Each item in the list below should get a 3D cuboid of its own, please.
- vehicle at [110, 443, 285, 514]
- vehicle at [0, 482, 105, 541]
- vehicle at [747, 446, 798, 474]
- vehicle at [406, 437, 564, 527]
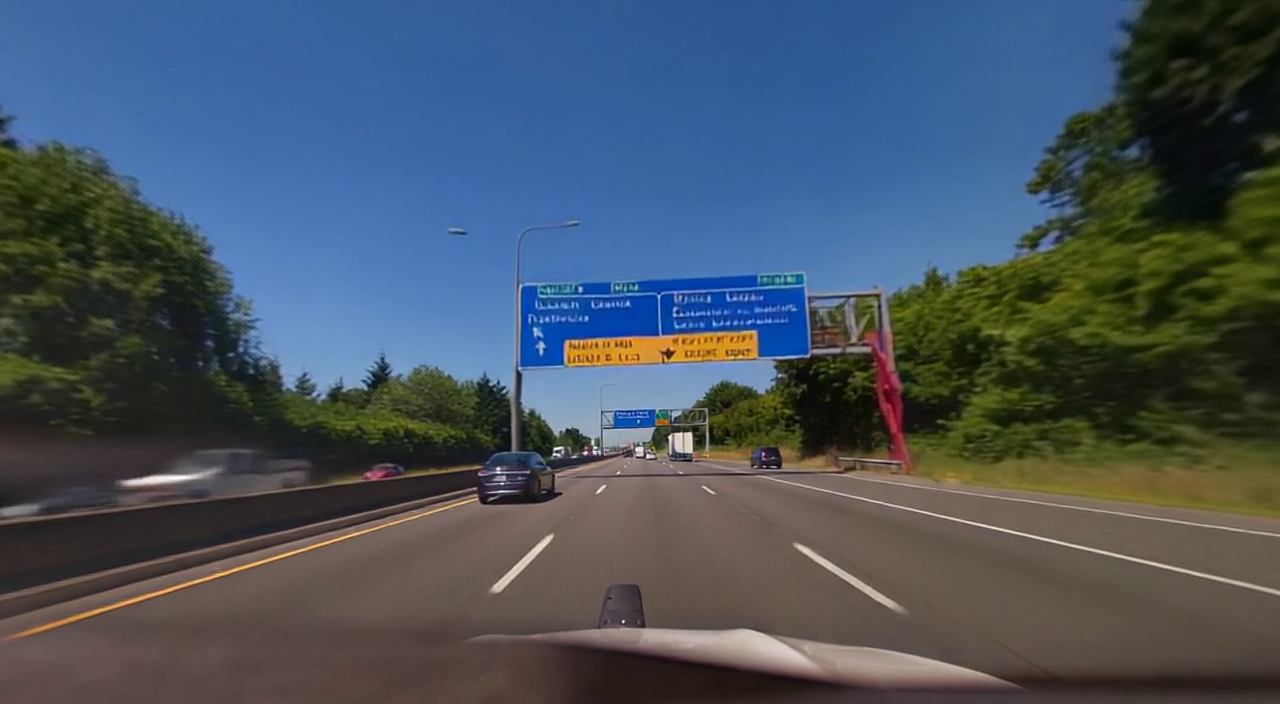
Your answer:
[{"bbox_3d":[-15.038,4.272,21.926,2.276,2.132,5.070,0,-9,1],"label":"vehicle"},{"bbox_3d":[-19.543,4.973,19.947,1.982,1.508,3.669,0,-9,-1],"label":"vehicle"},{"bbox_3d":[7.647,6.280,36.866,1.943,1.493,4.507,0,-9,-1],"label":"vehicle"},{"bbox_3d":[-3.004,2.642,13.352,2.191,1.563,4.318,0,-9,1],"label":"vehicle"}]
